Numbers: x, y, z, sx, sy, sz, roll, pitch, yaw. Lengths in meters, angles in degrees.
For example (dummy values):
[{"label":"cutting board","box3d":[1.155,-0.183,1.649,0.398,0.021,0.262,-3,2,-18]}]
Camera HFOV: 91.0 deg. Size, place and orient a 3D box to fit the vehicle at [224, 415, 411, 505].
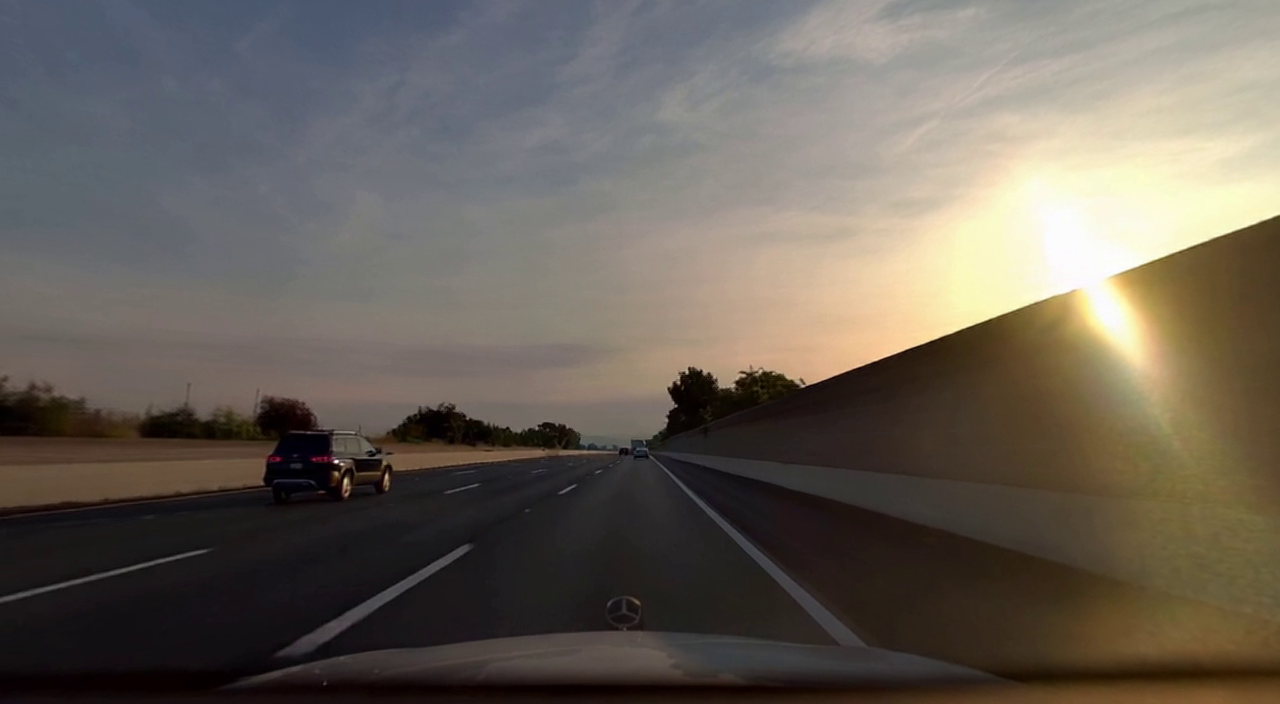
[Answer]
[{"label":"vehicle","box3d":[-8.014,2.752,16.389,2.163,1.947,4.959,0,-9,1]}]
